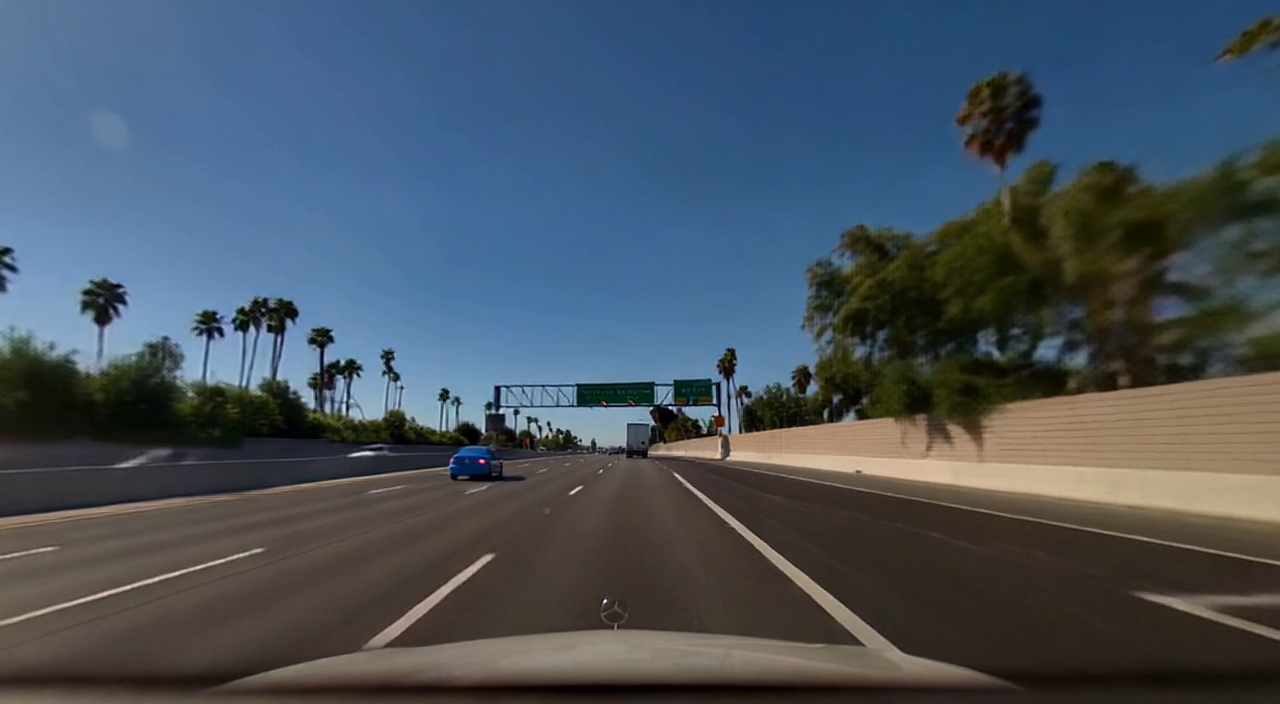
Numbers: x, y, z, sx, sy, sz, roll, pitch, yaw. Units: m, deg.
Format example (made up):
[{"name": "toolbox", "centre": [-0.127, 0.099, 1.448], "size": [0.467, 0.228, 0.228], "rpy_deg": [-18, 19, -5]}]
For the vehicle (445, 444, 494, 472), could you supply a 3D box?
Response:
[{"name": "vehicle", "centre": [-10.648, 6.616, 39.758], "size": [1.897, 1.653, 4.113], "rpy_deg": [0, -9, 0]}]

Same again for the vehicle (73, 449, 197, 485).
[{"name": "vehicle", "centre": [-22.725, 5.151, 28.685], "size": [1.897, 1.484, 4.535], "rpy_deg": [0, -9, -1]}]

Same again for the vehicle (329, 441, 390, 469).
[{"name": "vehicle", "centre": [-19.971, 7.356, 45.232], "size": [2.083, 1.844, 4.974], "rpy_deg": [0, -9, 0]}]
